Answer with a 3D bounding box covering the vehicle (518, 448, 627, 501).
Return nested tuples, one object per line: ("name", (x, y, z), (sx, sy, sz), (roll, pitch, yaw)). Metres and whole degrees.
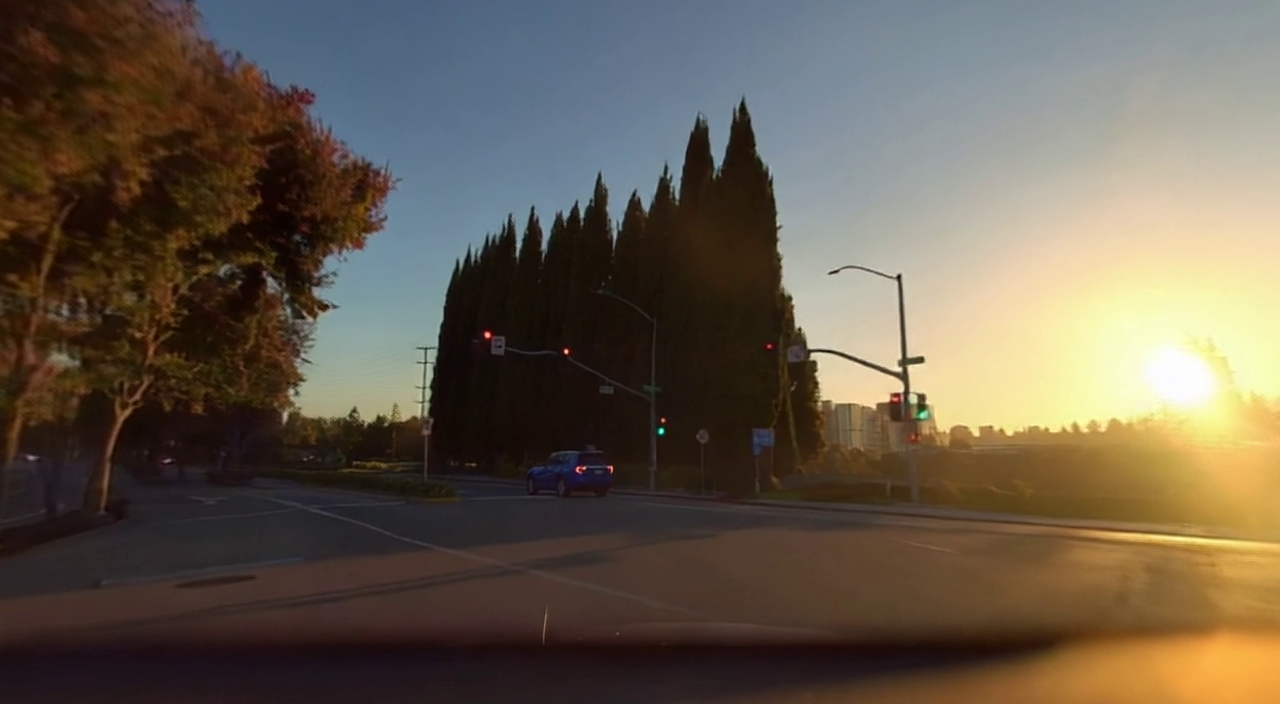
("vehicle", (-2.747, 4.685, 24.659), (2.284, 1.788, 4.871), (5, -10, -32))
